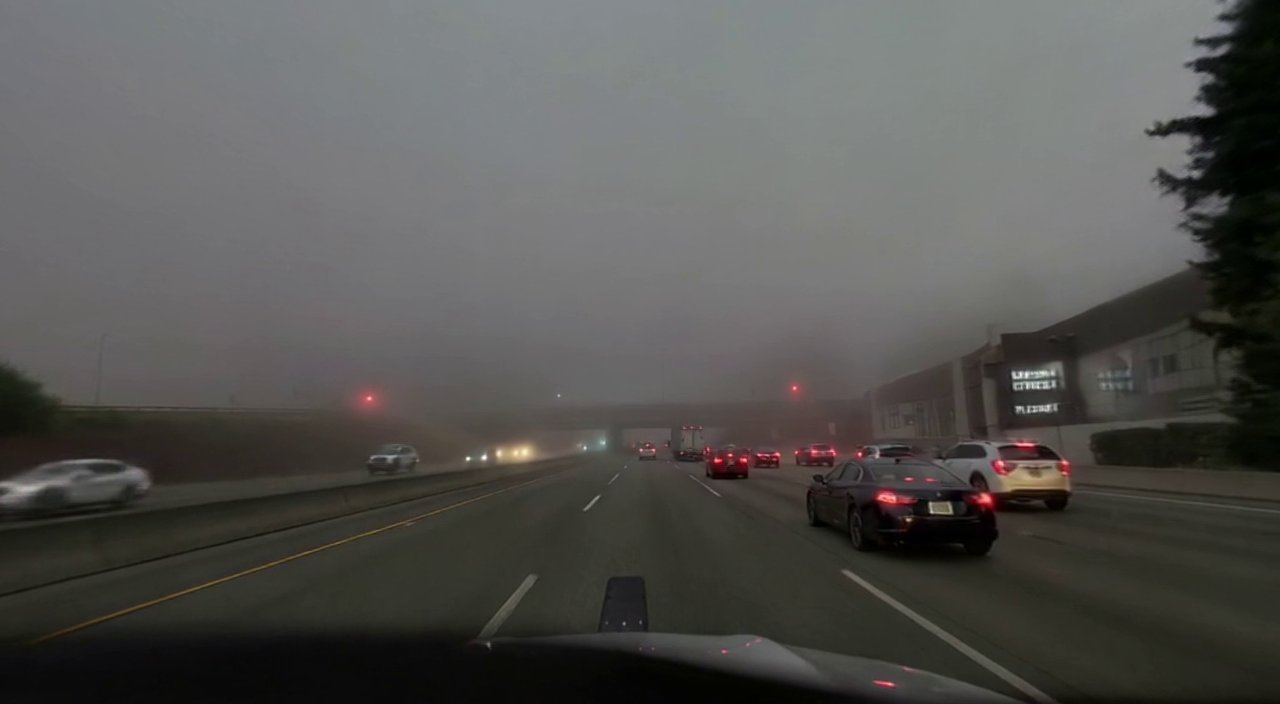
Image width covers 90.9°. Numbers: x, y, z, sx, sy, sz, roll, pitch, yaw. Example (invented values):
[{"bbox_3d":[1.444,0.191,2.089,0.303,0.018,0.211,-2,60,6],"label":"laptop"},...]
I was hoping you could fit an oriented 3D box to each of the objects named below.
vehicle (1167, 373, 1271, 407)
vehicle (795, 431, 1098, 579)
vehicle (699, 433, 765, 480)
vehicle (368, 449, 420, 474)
[{"bbox_3d":[35.800,2.418,39.172,2.024,1.757,4.696,-1,-8,1],"label":"vehicle"},{"bbox_3d":[3.665,1.885,8.682,1.902,1.481,4.451,0,-8,0],"label":"vehicle"},{"bbox_3d":[3.906,4.533,27.674,2.086,1.858,4.737,0,-8,-1],"label":"vehicle"},{"bbox_3d":[-18.243,8.131,47.040,2.027,1.666,4.508,0,-8,1],"label":"vehicle"}]
